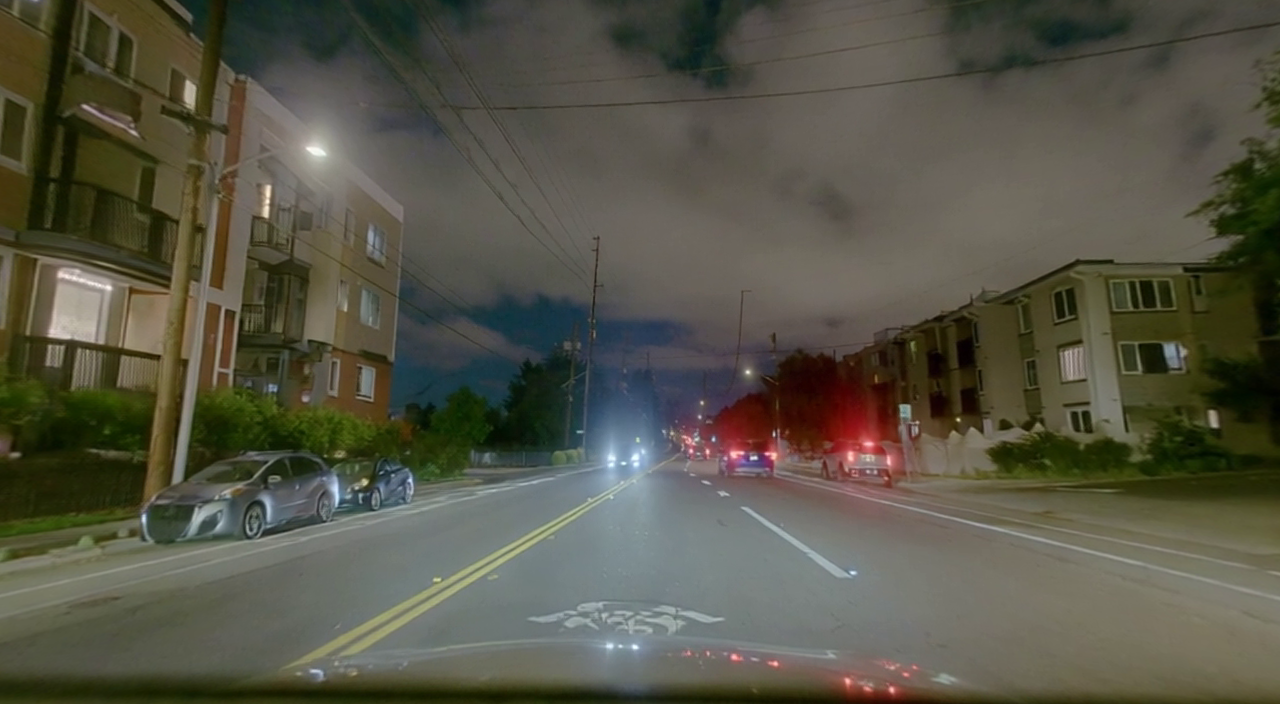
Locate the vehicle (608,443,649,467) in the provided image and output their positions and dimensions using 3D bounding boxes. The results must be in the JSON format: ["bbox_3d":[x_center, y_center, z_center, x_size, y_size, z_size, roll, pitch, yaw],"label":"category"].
[{"bbox_3d":[-0.681,6.753,41.421,2.155,1.436,4.501,-1,-8,6],"label":"vehicle"}]

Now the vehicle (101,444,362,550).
[{"bbox_3d":[-8.224,2.895,13.398,2.381,1.825,4.652,0,-8,0],"label":"vehicle"}]

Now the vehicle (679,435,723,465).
[{"bbox_3d":[4.022,6.596,42.310,2.368,1.840,4.896,0,-8,-1],"label":"vehicle"}]

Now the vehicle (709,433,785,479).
[{"bbox_3d":[4.311,4.312,26.233,2.306,1.719,4.805,0,-8,0],"label":"vehicle"}]

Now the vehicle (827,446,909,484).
[{"bbox_3d":[9.884,4.901,27.608,1.935,1.478,4.711,0,-8,1],"label":"vehicle"}]
